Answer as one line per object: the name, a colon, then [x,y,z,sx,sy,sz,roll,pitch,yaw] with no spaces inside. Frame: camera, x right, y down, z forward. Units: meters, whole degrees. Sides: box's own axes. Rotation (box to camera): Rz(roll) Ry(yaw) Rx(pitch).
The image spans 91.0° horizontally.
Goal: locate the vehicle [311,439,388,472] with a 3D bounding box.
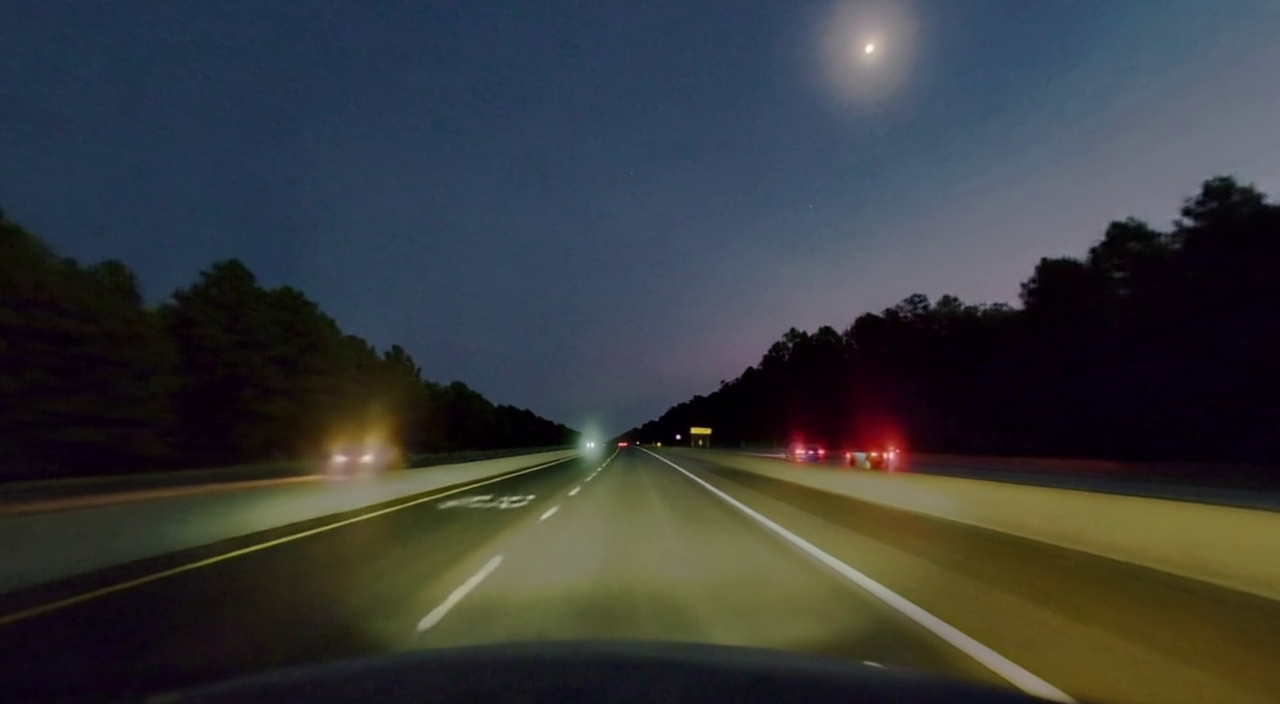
vehicle: [-14.130,5.019,30.890,1.885,1.485,4.050,0,-8,-1]
